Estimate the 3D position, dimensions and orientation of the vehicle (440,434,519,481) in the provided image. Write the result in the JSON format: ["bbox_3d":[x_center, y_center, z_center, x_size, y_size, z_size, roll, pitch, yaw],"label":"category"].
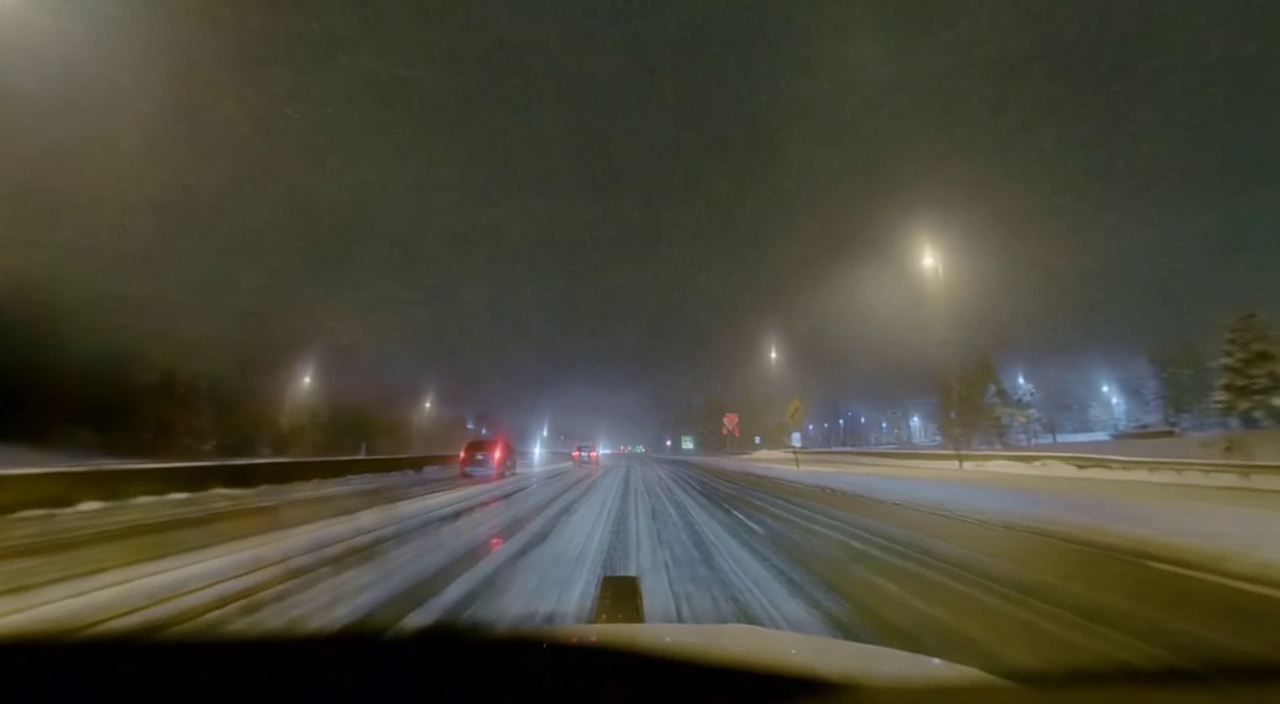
[{"bbox_3d":[-6.602,4.401,26.616,2.015,1.762,4.790,0,-9,1],"label":"vehicle"}]

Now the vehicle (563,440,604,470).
[{"bbox_3d":[-3.303,6.129,37.864,2.027,1.697,4.307,0,-8,0],"label":"vehicle"}]
